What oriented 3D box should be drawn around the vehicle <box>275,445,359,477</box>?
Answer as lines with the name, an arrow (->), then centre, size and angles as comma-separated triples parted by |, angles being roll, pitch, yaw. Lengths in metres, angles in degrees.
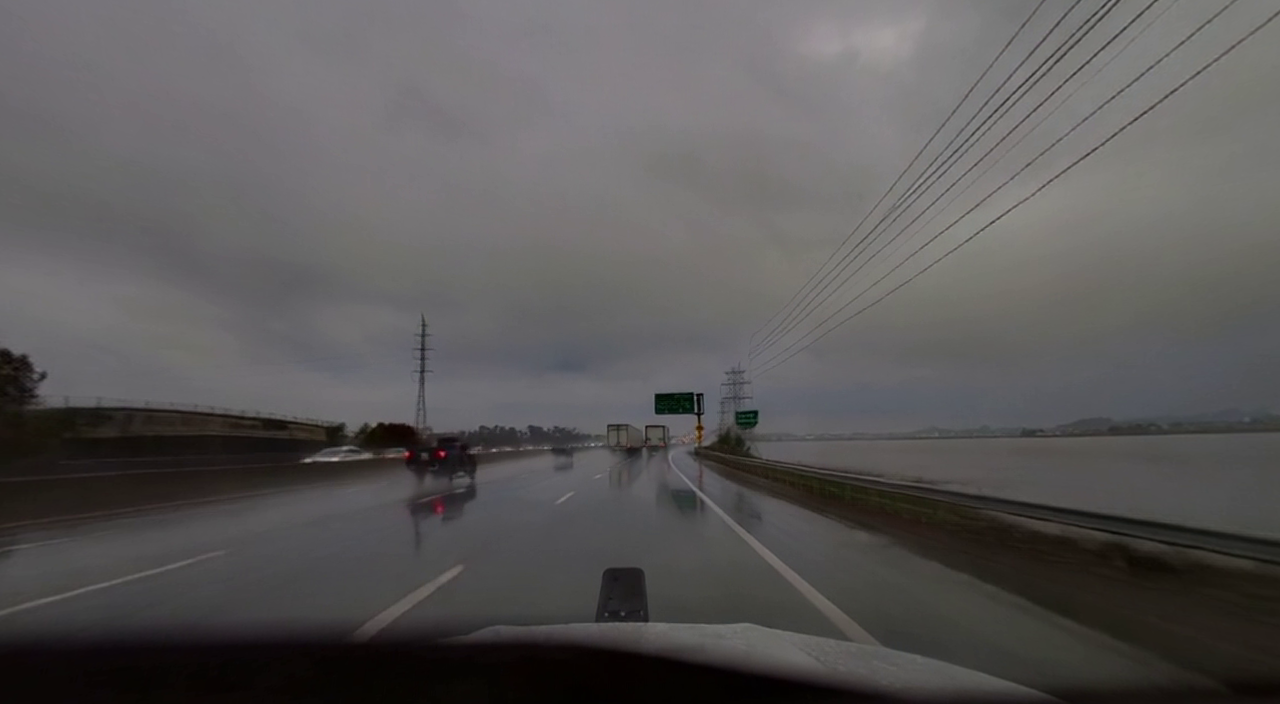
vehicle -> -16.844, 5.698, 33.206 | 1.904, 1.523, 4.591 | 0, -9, 2
